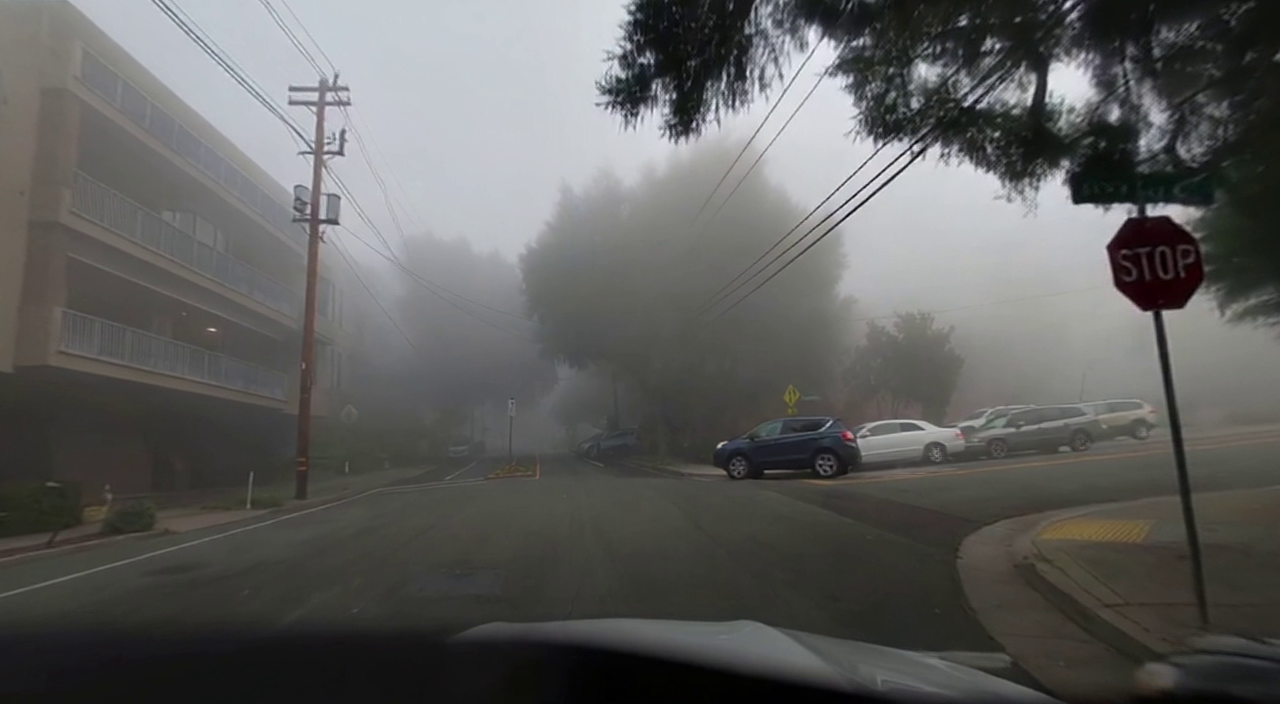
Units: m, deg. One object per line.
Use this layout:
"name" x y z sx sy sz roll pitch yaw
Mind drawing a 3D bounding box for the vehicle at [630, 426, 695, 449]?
"vehicle" 1.634 6.366 46.783 4.424 1.645 1.820 2 -9 -14

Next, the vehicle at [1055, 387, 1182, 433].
"vehicle" 21.977 2.774 29.284 1.976 1.876 4.405 1 -9 -10

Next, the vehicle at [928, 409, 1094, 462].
"vehicle" 12.937 2.936 22.161 4.830 1.490 1.878 -2 -10 -11

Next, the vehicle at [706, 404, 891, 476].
"vehicle" 4.440 2.564 18.139 4.790 1.872 2.155 -2 -10 14

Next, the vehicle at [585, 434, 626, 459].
"vehicle" -2.250 6.012 40.252 1.918 1.475 4.060 2 -9 -12
